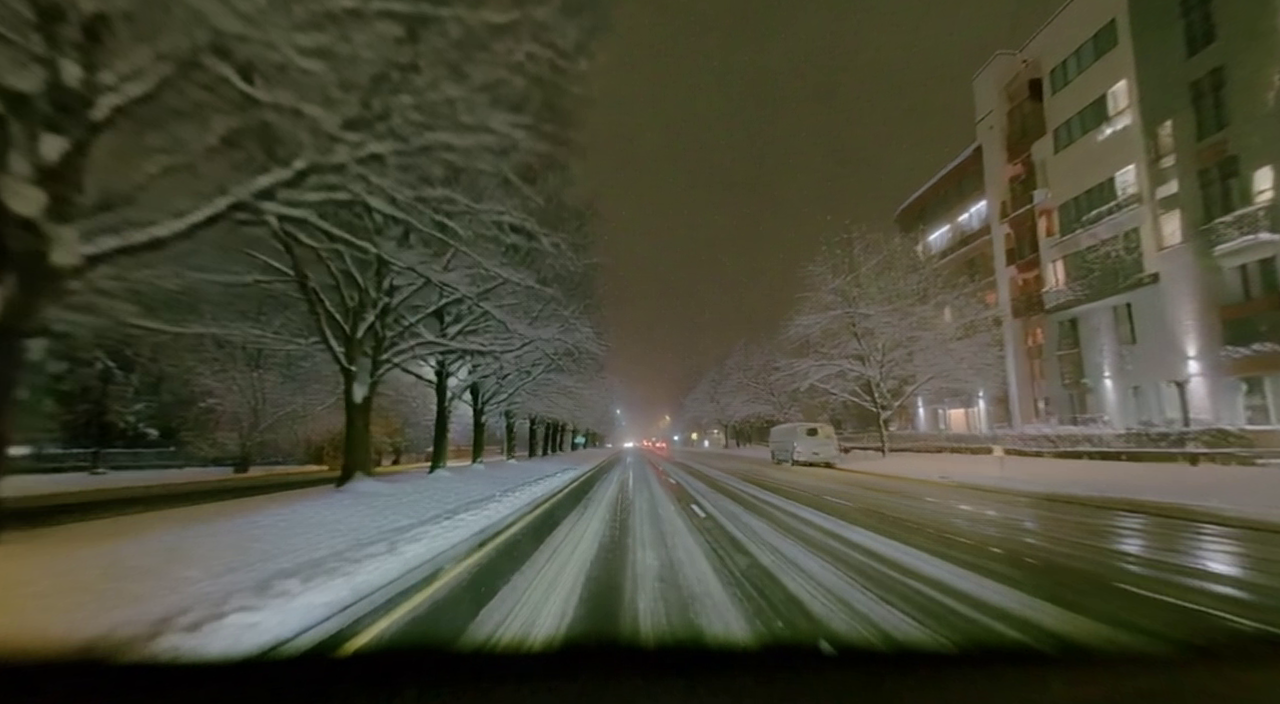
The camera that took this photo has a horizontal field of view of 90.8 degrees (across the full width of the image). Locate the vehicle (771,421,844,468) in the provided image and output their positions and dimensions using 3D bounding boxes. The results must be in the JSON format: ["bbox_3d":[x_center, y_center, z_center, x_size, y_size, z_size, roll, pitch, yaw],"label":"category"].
[{"bbox_3d":[9.818,5.538,37.713,2.456,2.534,5.930,0,-8,-3],"label":"vehicle"}]
